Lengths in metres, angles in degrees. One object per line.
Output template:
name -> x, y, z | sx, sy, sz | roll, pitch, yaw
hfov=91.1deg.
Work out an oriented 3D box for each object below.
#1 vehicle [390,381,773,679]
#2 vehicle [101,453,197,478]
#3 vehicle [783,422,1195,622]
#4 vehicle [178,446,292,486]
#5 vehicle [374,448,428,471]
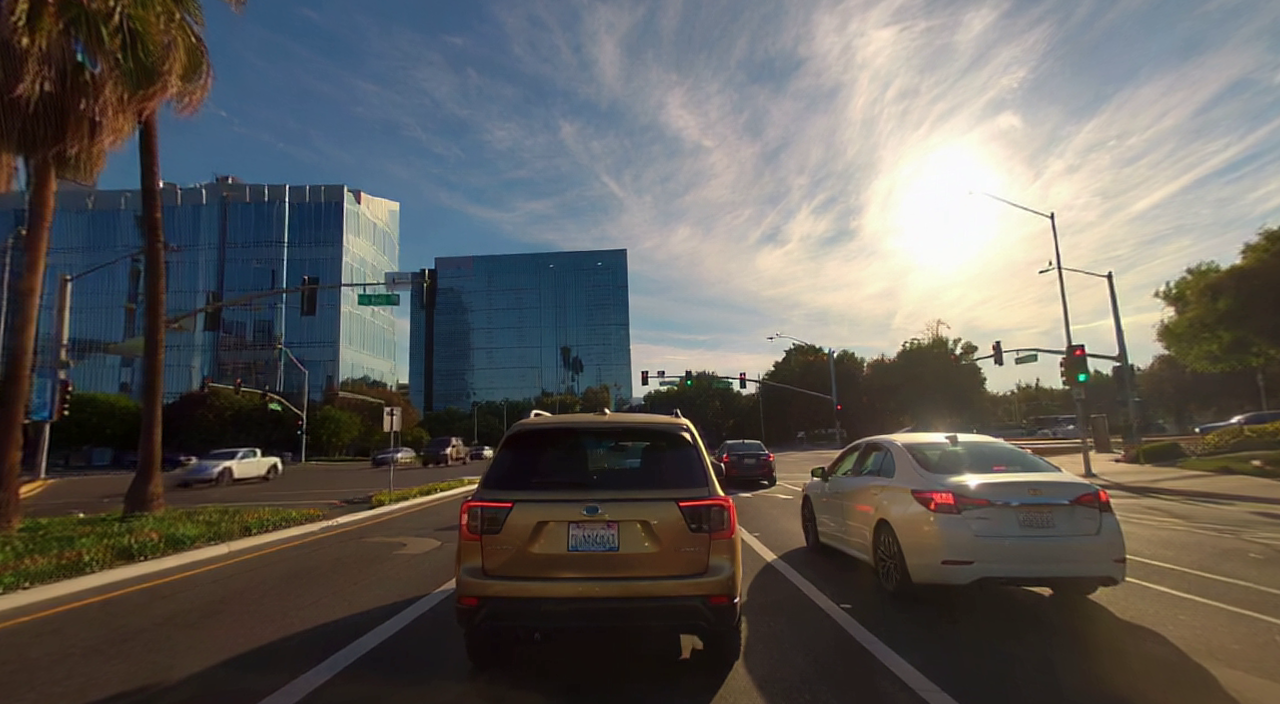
vehicle -> -0.335, 1.314, 5.689 | 2.172, 1.694, 4.055 | 0, -8, 0
vehicle -> -36.777, 8.513, 47.101 | 5.347, 1.785, 2.123 | 0, -8, 1
vehicle -> 3.119, 1.605, 6.985 | 1.971, 1.473, 4.495 | 0, -8, 0
vehicle -> -19.826, 5.541, 31.068 | 2.119, 1.786, 5.252 | 0, -9, 0
vehicle -> -16.784, 7.568, 44.315 | 1.951, 1.500, 4.372 | 0, -9, 1
